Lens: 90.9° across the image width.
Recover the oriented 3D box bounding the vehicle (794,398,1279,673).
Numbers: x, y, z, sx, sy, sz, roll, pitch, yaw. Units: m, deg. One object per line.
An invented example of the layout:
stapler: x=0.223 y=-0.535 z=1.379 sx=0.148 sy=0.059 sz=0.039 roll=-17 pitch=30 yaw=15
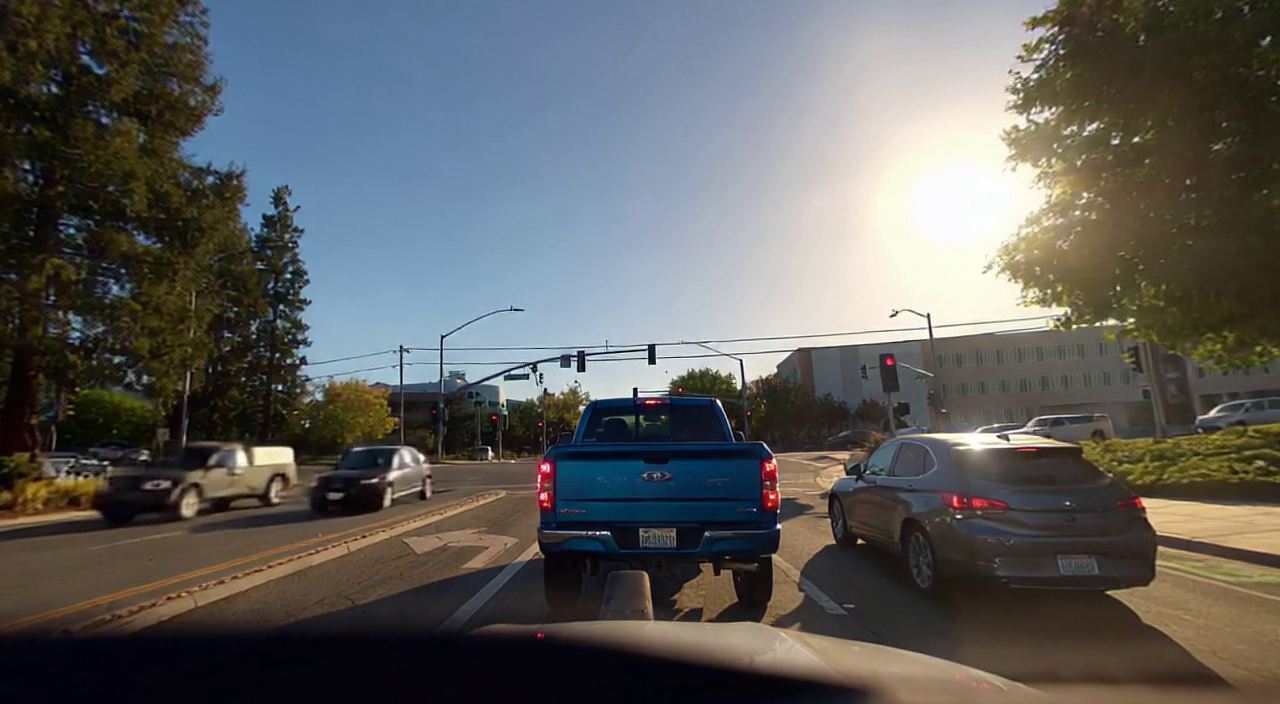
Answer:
vehicle: x=3.333 y=1.505 z=6.504 sx=2.155 sy=1.667 sz=5.162 roll=0 pitch=-8 yaw=0

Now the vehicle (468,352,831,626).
vehicle: x=0.088 y=1.392 z=7.404 sx=2.636 sy=2.011 sz=5.425 roll=0 pitch=-8 yaw=1

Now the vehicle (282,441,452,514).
vehicle: x=-6.238 y=2.887 z=15.085 sx=1.994 sy=1.469 sz=4.367 roll=0 pitch=-8 yaw=2

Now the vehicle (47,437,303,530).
vehicle: x=-9.457 y=2.657 z=13.467 sx=1.920 sy=1.563 sz=4.643 roll=-2 pitch=-8 yaw=0
